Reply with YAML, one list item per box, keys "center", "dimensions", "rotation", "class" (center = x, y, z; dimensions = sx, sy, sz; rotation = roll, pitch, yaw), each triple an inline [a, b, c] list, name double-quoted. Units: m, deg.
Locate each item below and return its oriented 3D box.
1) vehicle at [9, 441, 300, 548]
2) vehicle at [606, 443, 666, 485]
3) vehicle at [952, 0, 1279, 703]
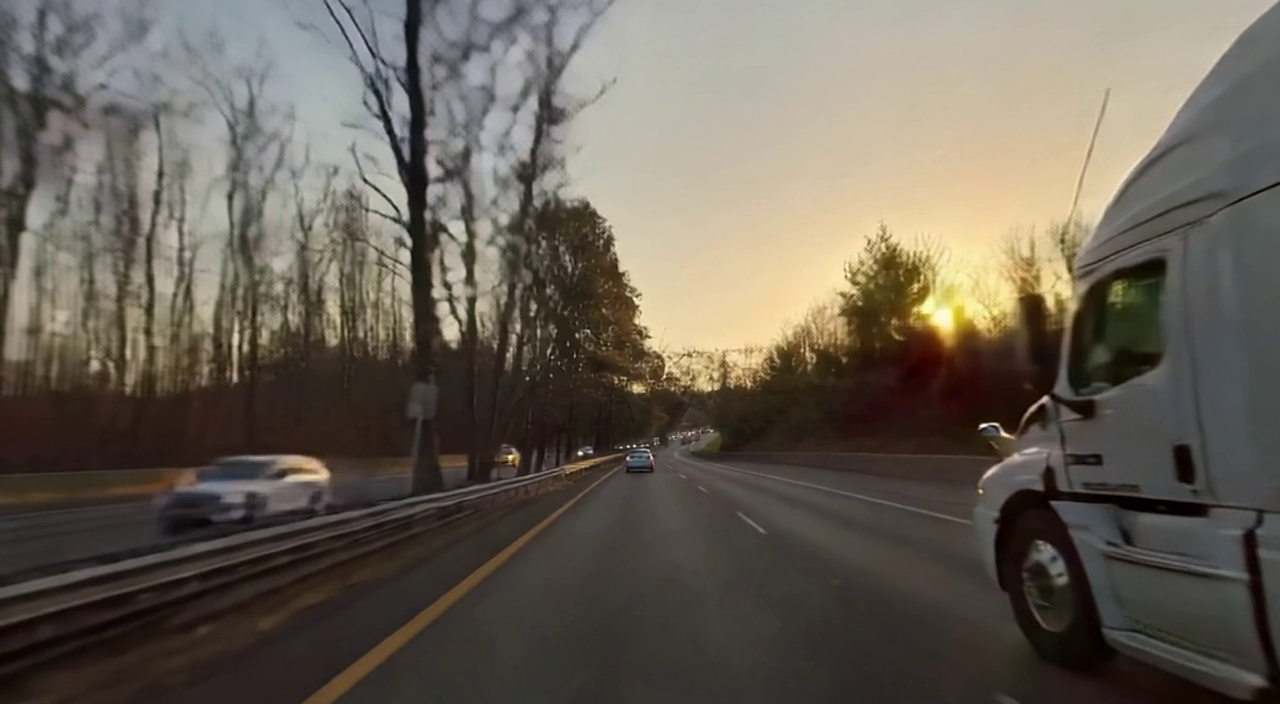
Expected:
- center: [-8.699, 2.543, 11.925]
  dimensions: [1.957, 1.603, 4.476]
  rotation: [0, -9, 0]
  class: "vehicle"
- center: [-0.188, 4.499, 25.391]
  dimensions: [2.244, 1.506, 4.097]
  rotation: [0, -9, -1]
  class: "vehicle"
- center: [4.405, -0.273, 2.180]
  dimensions: [3.351, 3.699, 5.995]
  rotation: [0, -9, -1]
  class: "vehicle"
